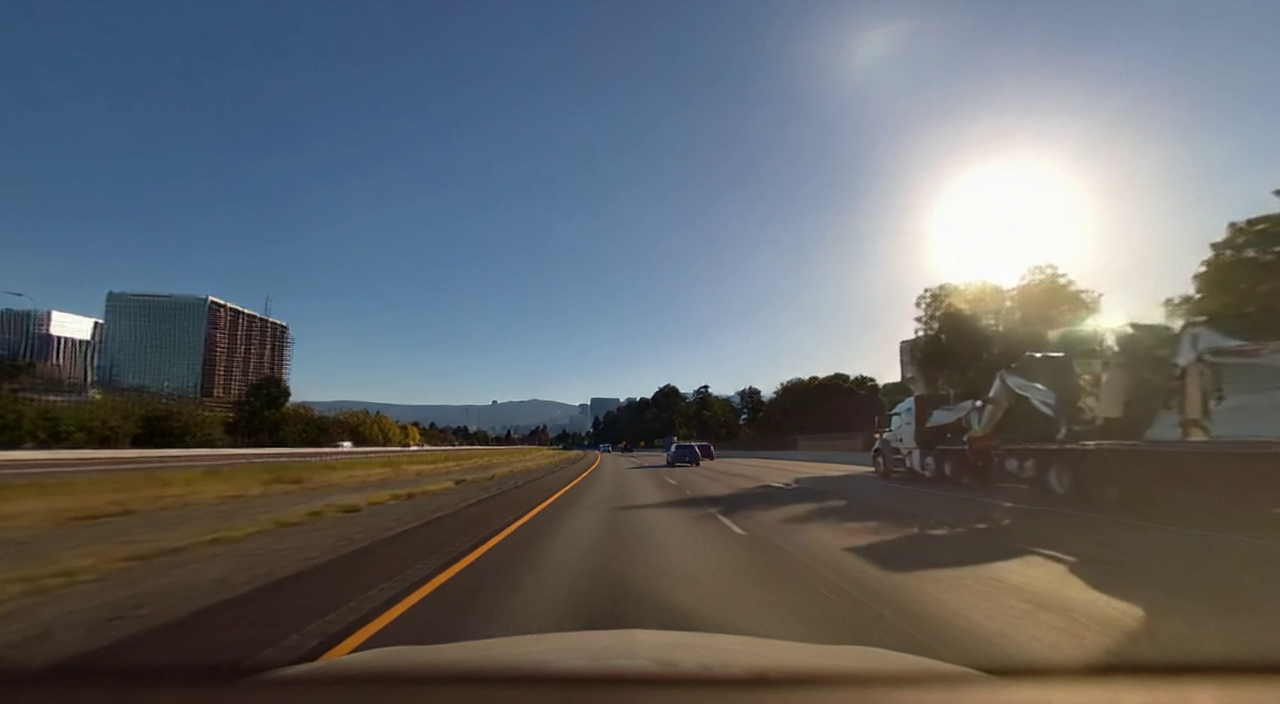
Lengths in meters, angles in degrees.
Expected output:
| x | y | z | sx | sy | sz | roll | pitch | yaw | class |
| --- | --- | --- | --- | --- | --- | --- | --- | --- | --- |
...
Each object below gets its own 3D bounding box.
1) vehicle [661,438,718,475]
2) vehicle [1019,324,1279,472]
| x | y | z | sx | sy | sz | roll | pitch | yaw | class |
| --- | --- | --- | --- | --- | --- | --- | --- | --- | --- |
| 2.400 | 5.283 | 32.123 | 2.305 | 1.729 | 4.526 | 1 | -8 | -3 | vehicle |
| 14.057 | 1.462 | 16.906 | 3.476 | 3.195 | 6.407 | 1 | -8 | -4 | vehicle |
